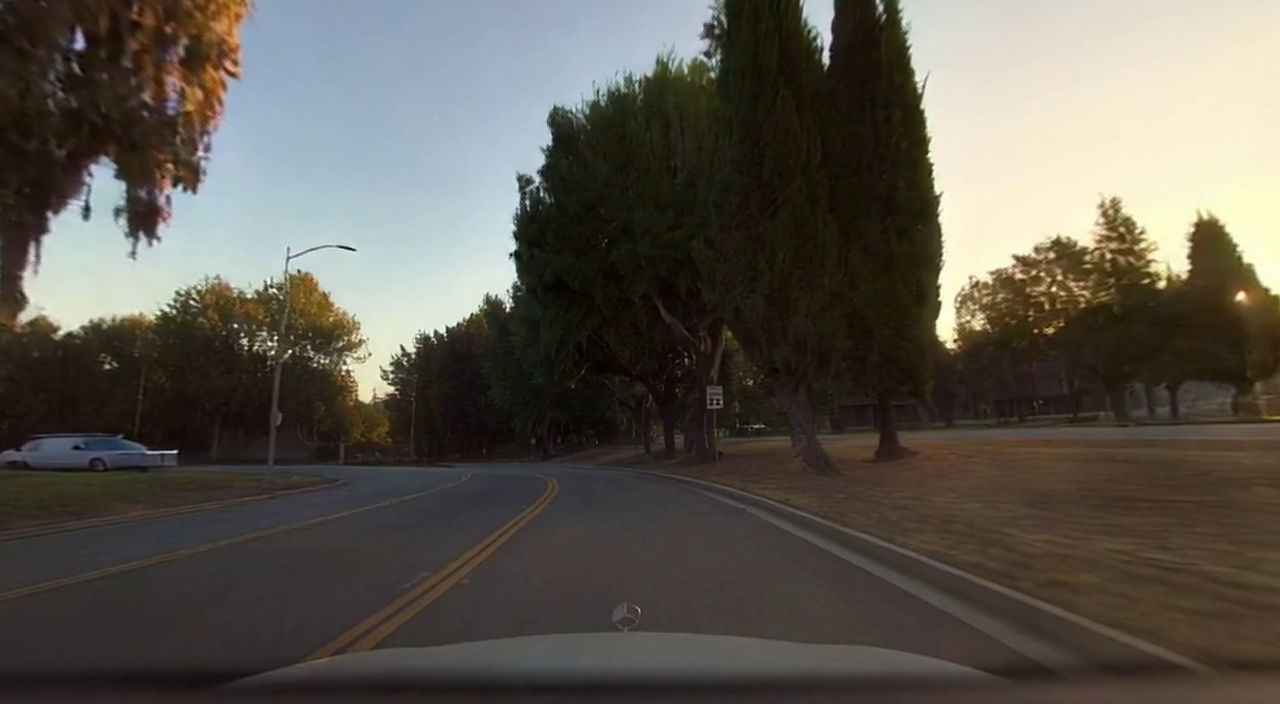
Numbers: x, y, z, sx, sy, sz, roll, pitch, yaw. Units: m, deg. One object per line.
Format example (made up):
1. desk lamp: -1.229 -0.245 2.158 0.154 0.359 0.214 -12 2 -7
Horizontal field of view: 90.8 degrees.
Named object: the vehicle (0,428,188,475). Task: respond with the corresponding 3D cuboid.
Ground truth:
1. vehicle: -21.889 3.974 25.314 5.613 1.775 2.357 0 -9 -5
